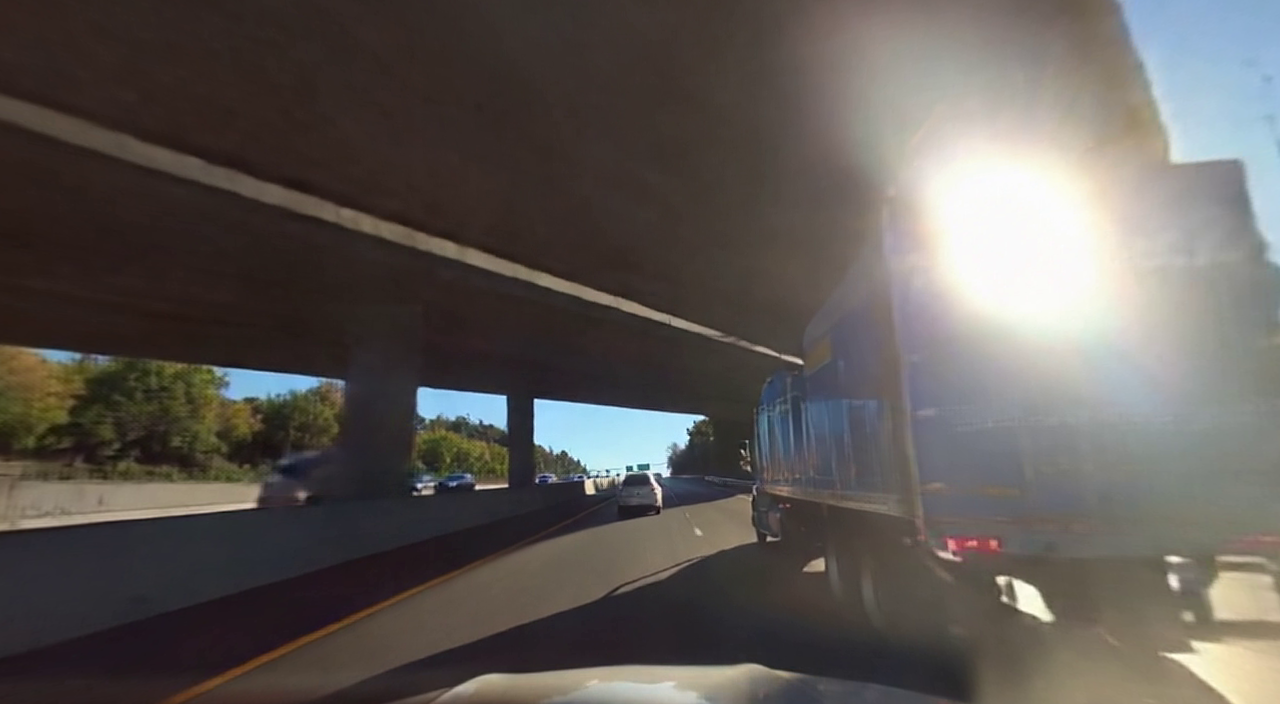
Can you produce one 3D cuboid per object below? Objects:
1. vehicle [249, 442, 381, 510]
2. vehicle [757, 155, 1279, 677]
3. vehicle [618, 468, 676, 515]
[{"bbox_3d":[-13.172,5.108,26.102,2.304,2.457,5.411,0,-10,2],"label":"vehicle"},{"bbox_3d":[4.043,1.186,9.287,2.980,3.834,9.423,1,-10,1],"label":"vehicle"},{"bbox_3d":[0.323,5.597,25.629,2.124,1.653,4.857,1,-10,2],"label":"vehicle"}]
